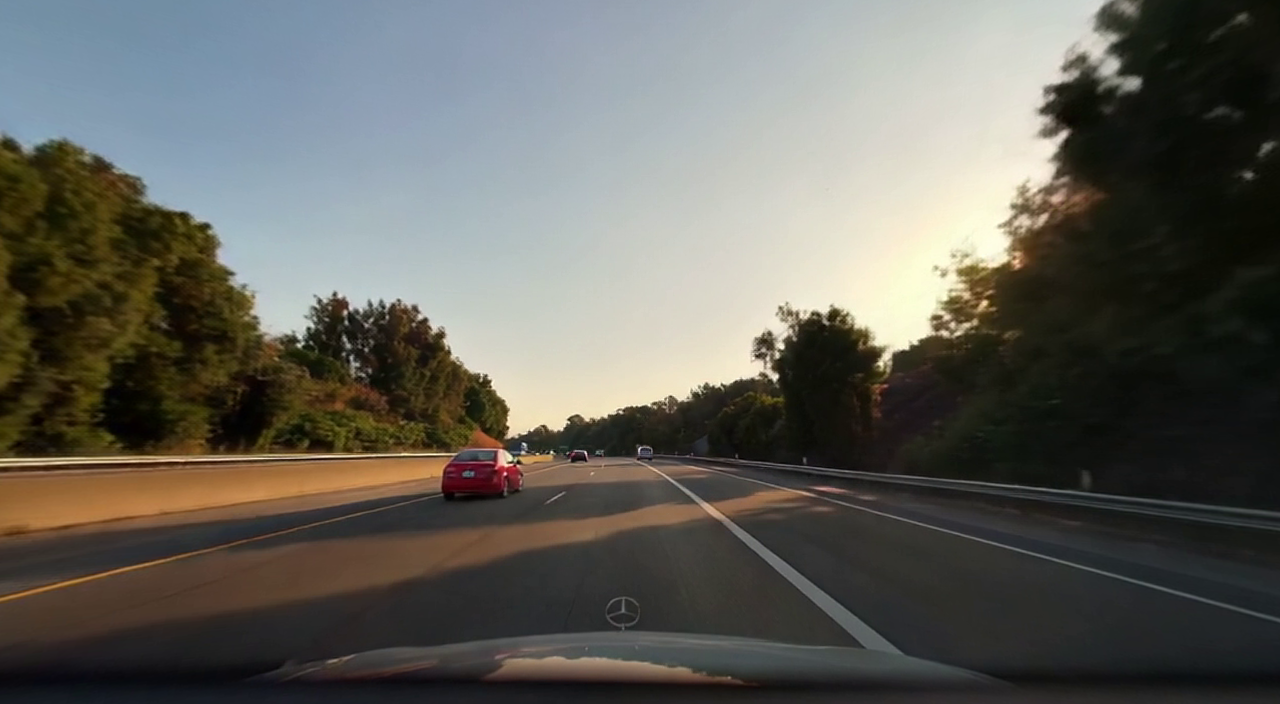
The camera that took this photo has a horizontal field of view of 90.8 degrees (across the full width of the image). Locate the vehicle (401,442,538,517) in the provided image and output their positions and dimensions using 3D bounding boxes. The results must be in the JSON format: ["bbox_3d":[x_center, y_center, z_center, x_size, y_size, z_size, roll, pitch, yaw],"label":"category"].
[{"bbox_3d":[-3.887,2.981,15.415,1.957,1.499,4.965,0,-9,0],"label":"vehicle"}]
